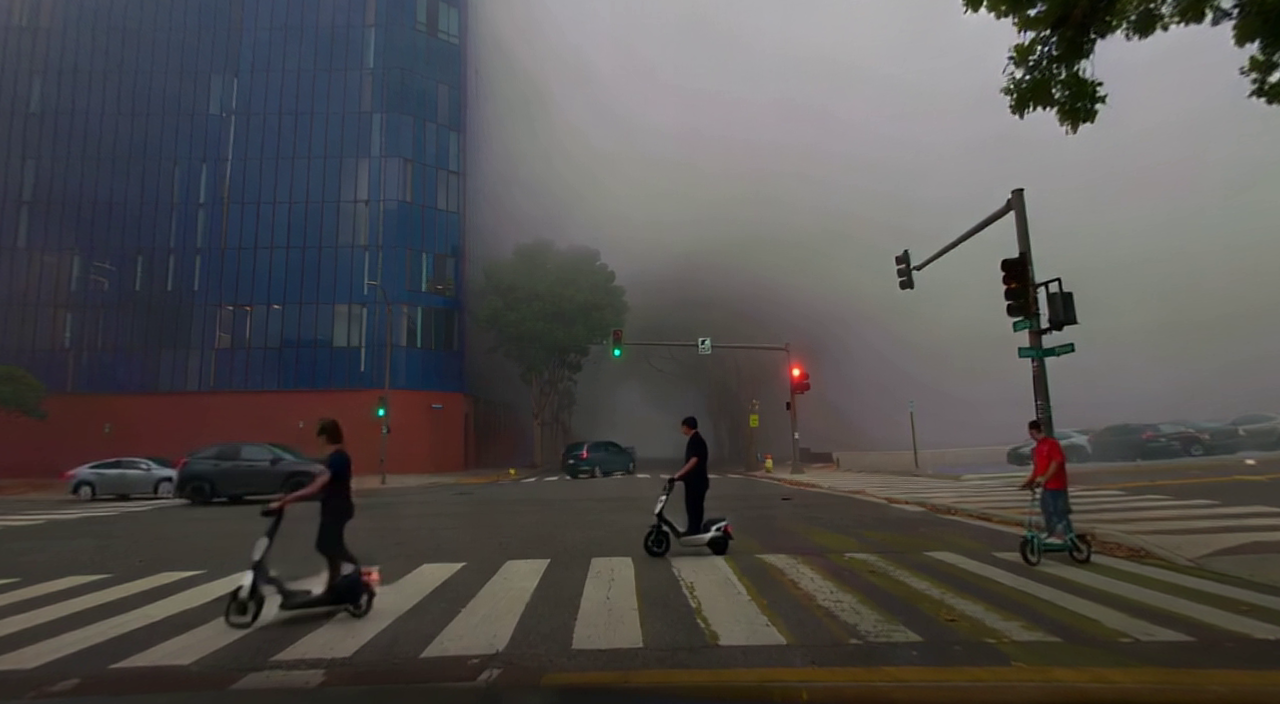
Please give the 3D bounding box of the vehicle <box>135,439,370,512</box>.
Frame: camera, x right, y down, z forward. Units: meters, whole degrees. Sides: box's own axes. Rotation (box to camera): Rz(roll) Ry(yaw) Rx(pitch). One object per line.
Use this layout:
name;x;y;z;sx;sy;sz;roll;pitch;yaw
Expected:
vehicle;-10.016;3.200;16.824;4.802;1.724;2.122;2;-9;-13

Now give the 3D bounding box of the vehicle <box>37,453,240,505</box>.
vehicle;-15.635;3.949;19.985;4.485;1.463;2.075;1;-9;-9

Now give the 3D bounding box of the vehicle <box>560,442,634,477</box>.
vehicle;-2.078;5.414;32.126;2.051;1.616;4.641;-3;-9;20
